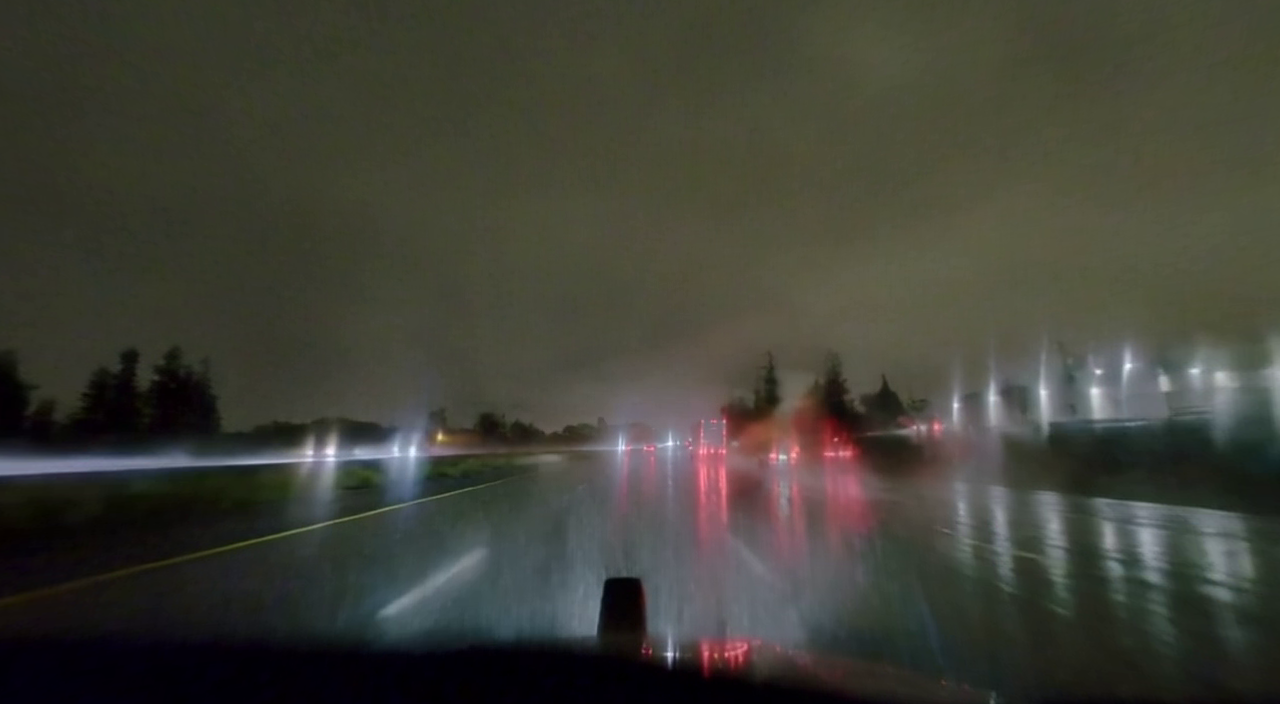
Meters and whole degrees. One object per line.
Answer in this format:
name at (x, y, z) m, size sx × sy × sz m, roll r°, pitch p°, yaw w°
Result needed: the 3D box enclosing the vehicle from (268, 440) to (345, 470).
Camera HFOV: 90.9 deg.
vehicle at (-24.246, 7.502, 46.152) m, size 2.483 × 2.062 × 5.625 m, roll 0°, pitch -9°, yaw 0°
